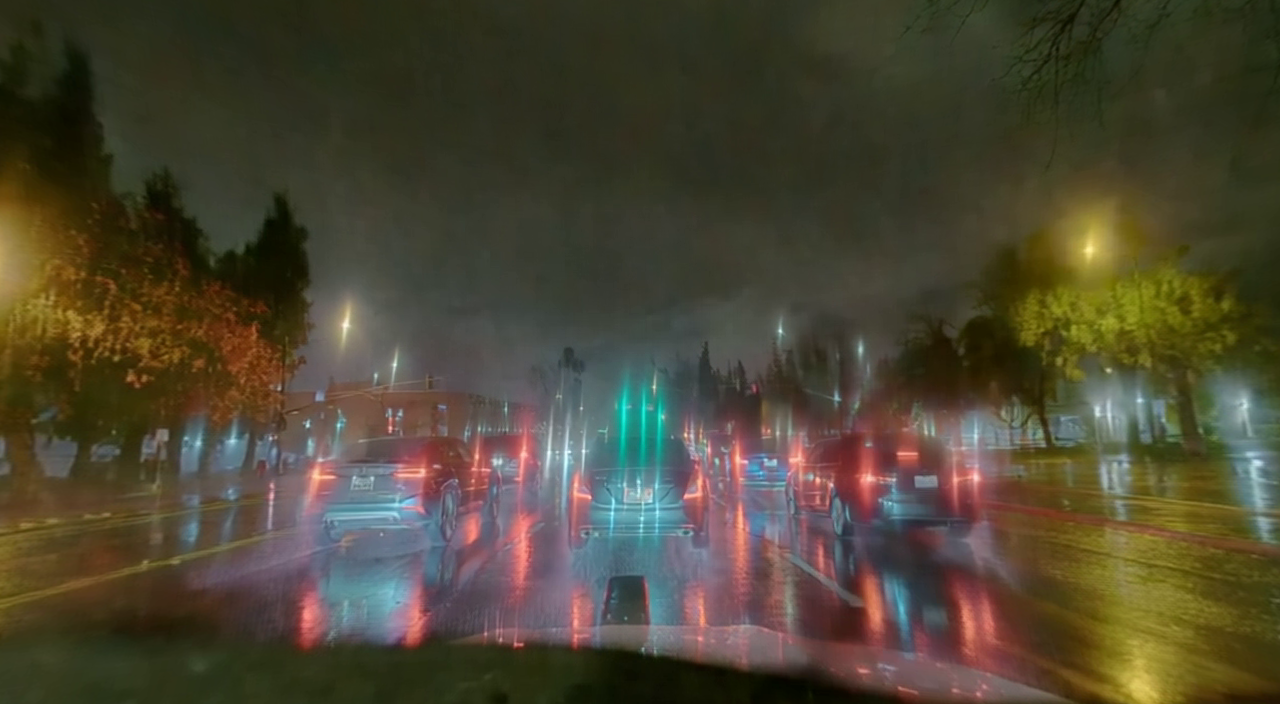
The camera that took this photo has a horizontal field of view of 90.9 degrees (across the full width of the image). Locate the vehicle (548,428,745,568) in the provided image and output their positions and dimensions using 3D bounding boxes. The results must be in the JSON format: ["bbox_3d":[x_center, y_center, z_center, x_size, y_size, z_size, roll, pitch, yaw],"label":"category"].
[{"bbox_3d":[0.048,1.862,8.800,2.101,1.480,3.929,0,-8,-1],"label":"vehicle"}]

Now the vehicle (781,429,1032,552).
[{"bbox_3d":[3.784,2.028,10.021,1.990,1.486,4.431,0,-8,-1],"label":"vehicle"}]

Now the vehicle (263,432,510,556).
[{"bbox_3d":[-3.463,2.010,9.644,2.002,1.465,4.098,0,-8,1],"label":"vehicle"}]
